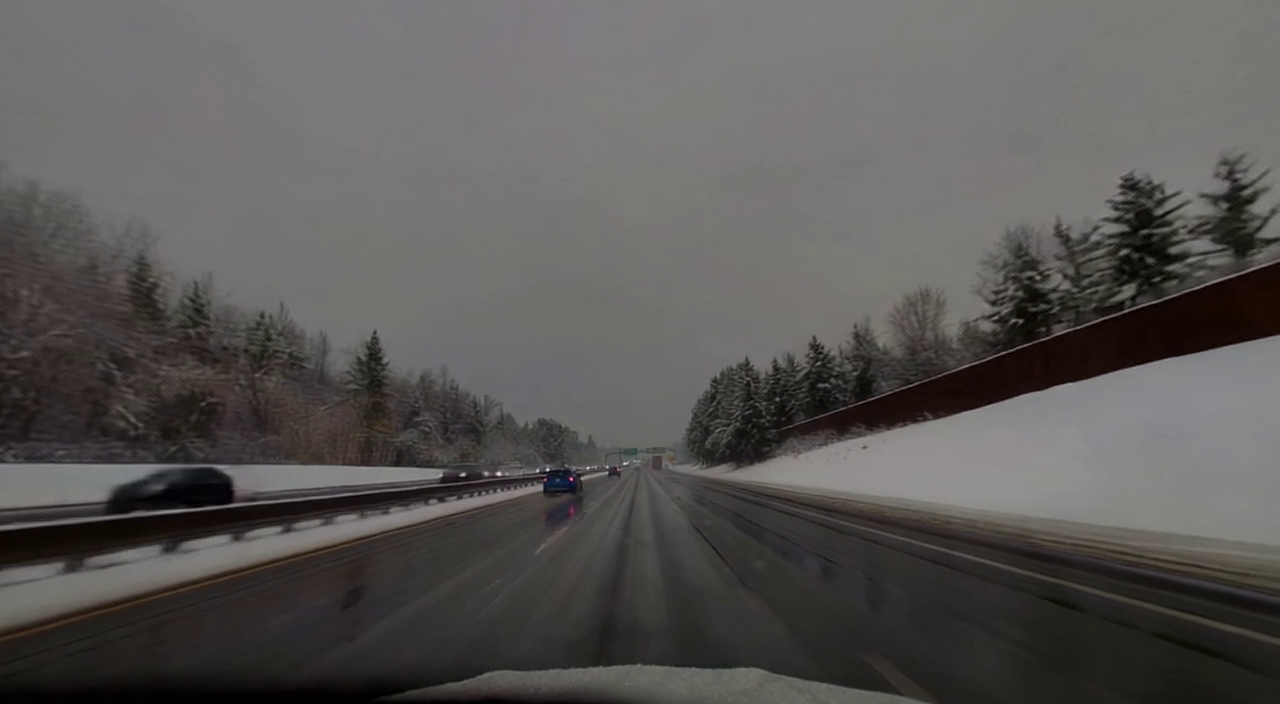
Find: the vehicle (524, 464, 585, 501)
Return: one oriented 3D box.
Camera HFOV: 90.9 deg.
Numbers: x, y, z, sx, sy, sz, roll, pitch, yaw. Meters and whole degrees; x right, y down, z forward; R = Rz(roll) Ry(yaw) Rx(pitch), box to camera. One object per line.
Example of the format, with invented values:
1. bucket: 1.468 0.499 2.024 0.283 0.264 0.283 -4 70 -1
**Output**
1. vehicle: -3.735 5.808 28.339 2.045 1.487 4.582 1 -10 1
